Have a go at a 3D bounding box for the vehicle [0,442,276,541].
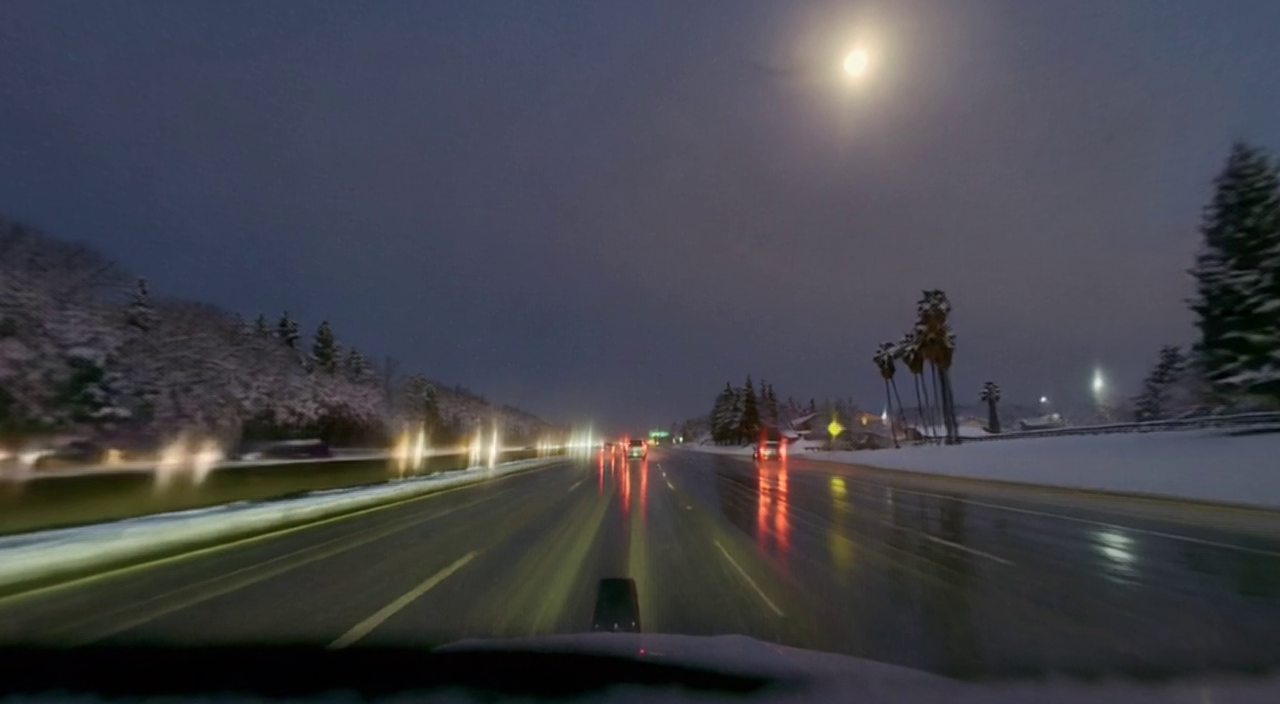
[{"bbox_3d":[-9.232,2.479,11.999,1.975,1.495,4.510,0,-9,0],"label":"vehicle"}]
